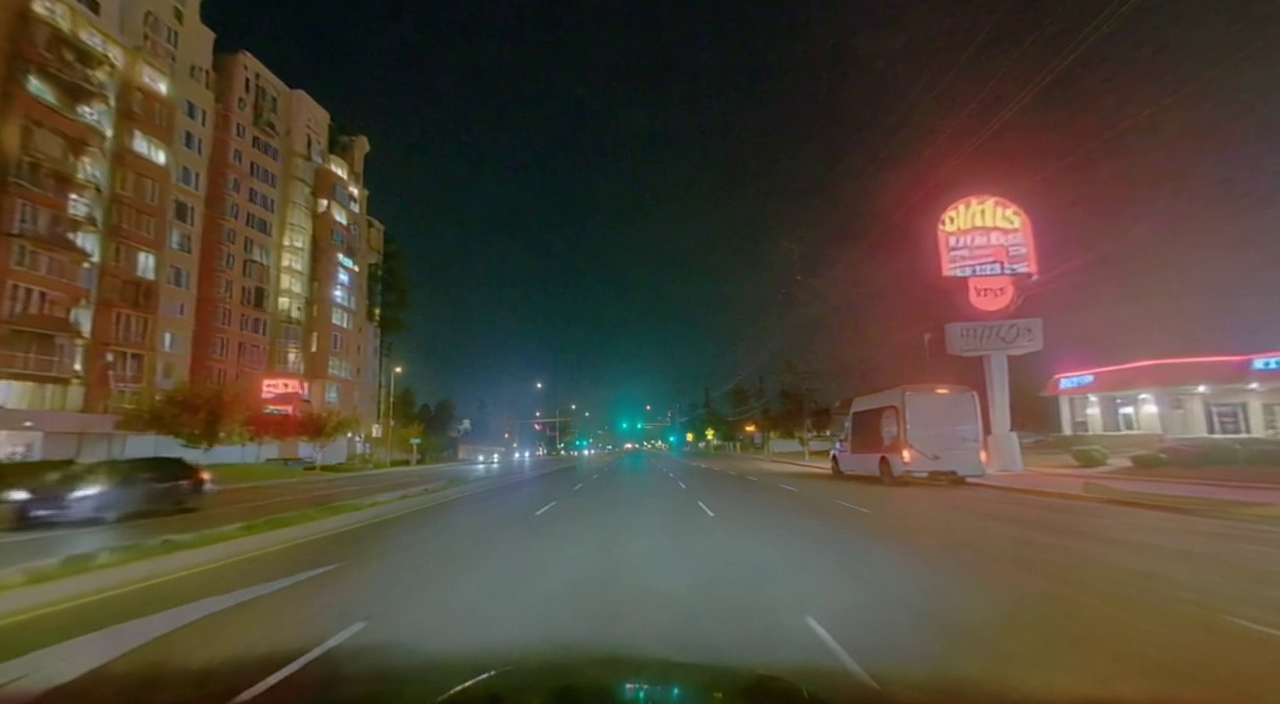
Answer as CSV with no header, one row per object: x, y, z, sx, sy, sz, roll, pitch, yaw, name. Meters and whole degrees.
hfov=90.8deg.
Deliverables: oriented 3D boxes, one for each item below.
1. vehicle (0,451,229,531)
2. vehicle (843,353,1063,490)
-11.754,2.982,14.254,1.901,1.465,4.604,0,-8,-1,vehicle
10.099,2.601,22.074,3.174,3.794,9.019,-1,-9,1,vehicle
